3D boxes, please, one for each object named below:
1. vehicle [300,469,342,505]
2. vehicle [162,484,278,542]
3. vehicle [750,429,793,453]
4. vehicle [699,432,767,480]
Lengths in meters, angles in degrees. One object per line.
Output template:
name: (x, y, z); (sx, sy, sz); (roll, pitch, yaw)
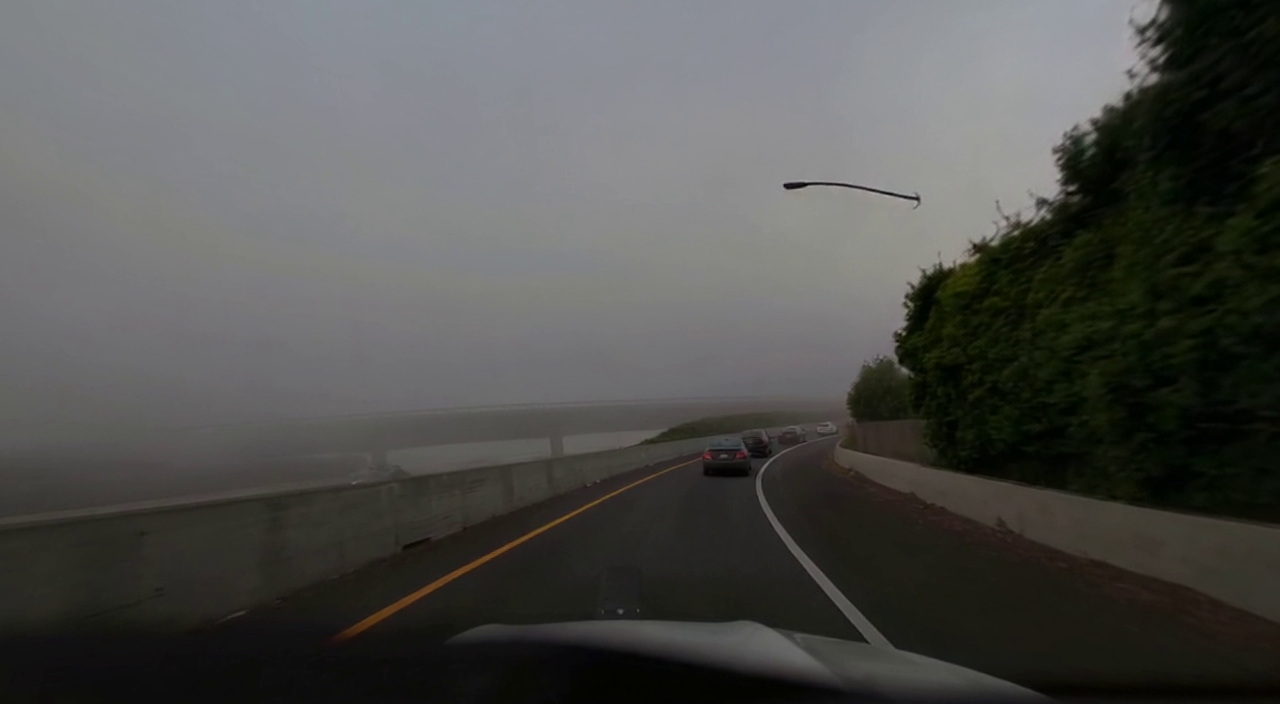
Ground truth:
vehicle: (-17.196, 7.227, 33.992); (1.879, 1.449, 4.002); (-2, -7, -26)
vehicle: (-13.905, 5.290, 21.126); (1.781, 1.443, 3.939); (1, -8, -11)
vehicle: (8.635, 5.853, 41.165); (2.078, 1.474, 4.165); (-3, -9, 20)
vehicle: (3.356, 3.604, 22.048); (2.091, 1.482, 4.321); (-2, -8, 11)
